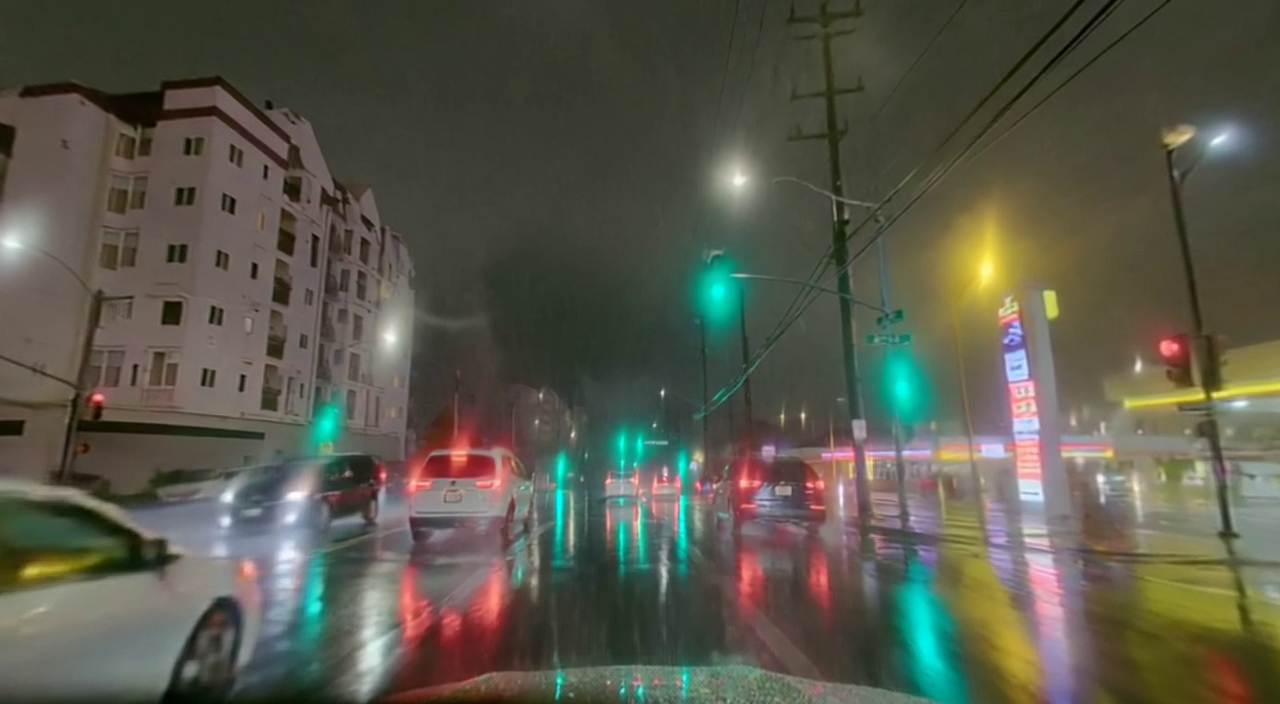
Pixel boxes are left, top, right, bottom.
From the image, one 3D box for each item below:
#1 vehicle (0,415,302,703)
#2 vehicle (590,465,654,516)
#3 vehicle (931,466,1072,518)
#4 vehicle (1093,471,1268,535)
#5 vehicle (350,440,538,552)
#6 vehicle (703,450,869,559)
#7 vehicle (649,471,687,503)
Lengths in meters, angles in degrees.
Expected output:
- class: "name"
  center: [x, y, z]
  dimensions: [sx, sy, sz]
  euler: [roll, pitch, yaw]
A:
- class: "vehicle"
  center: [-3.107, 0.915, 1.878]
  dimensions: [1.932, 1.458, 4.330]
  euler: [0, -9, -2]
- class: "vehicle"
  center: [-0.623, 4.705, 21.796]
  dimensions: [1.999, 1.487, 3.939]
  euler: [0, -9, -2]
- class: "vehicle"
  center: [12.208, 4.659, 21.370]
  dimensions: [4.048, 1.539, 1.820]
  euler: [3, -10, -19]
- class: "vehicle"
  center: [15.767, 4.372, 18.847]
  dimensions: [1.959, 1.482, 4.664]
  euler: [-2, -9, 13]
- class: "vehicle"
  center: [-3.405, 2.591, 12.100]
  dimensions: [2.221, 1.706, 4.451]
  euler: [0, -9, -1]
- class: "vehicle"
  center: [2.463, 2.681, 11.861]
  dimensions: [1.945, 1.647, 4.160]
  euler: [0, -9, -2]
- class: "vehicle"
  center: [1.687, 8.337, 39.272]
  dimensions: [1.953, 1.687, 4.094]
  euler: [0, -9, -3]
